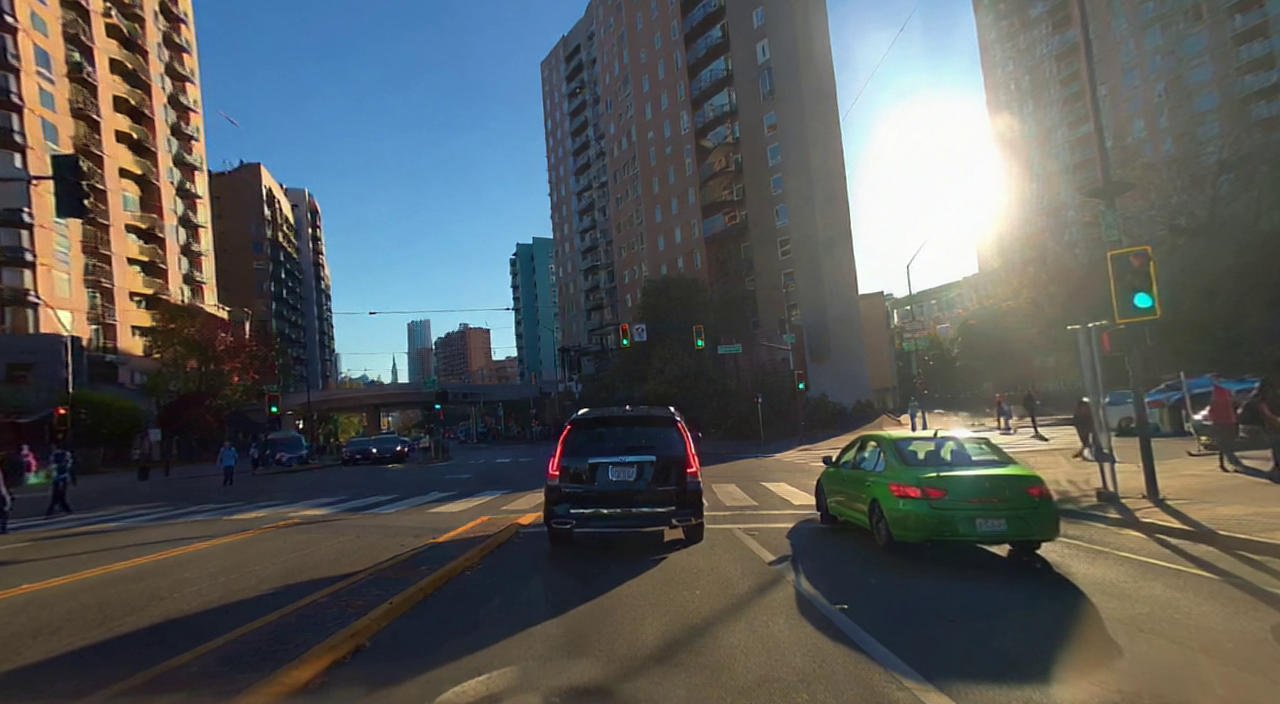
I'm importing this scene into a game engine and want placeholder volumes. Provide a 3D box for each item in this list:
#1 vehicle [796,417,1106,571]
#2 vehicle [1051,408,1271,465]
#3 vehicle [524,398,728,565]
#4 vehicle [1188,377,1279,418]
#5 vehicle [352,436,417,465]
[{"bbox_3d":[3.693,1.773,8.680,1.987,1.538,4.510,0,-8,0],"label":"vehicle"},{"bbox_3d":[14.282,2.365,17.555,4.354,1.466,1.863,0,-8,2],"label":"vehicle"},{"bbox_3d":[-0.132,1.699,8.906,2.168,1.776,4.135,0,-8,1],"label":"vehicle"},{"bbox_3d":[26.578,1.989,27.168,4.287,1.639,1.729,0,-8,1],"label":"vehicle"},{"bbox_3d":[-16.322,6.328,40.671,2.132,1.710,4.504,0,-8,2],"label":"vehicle"}]
